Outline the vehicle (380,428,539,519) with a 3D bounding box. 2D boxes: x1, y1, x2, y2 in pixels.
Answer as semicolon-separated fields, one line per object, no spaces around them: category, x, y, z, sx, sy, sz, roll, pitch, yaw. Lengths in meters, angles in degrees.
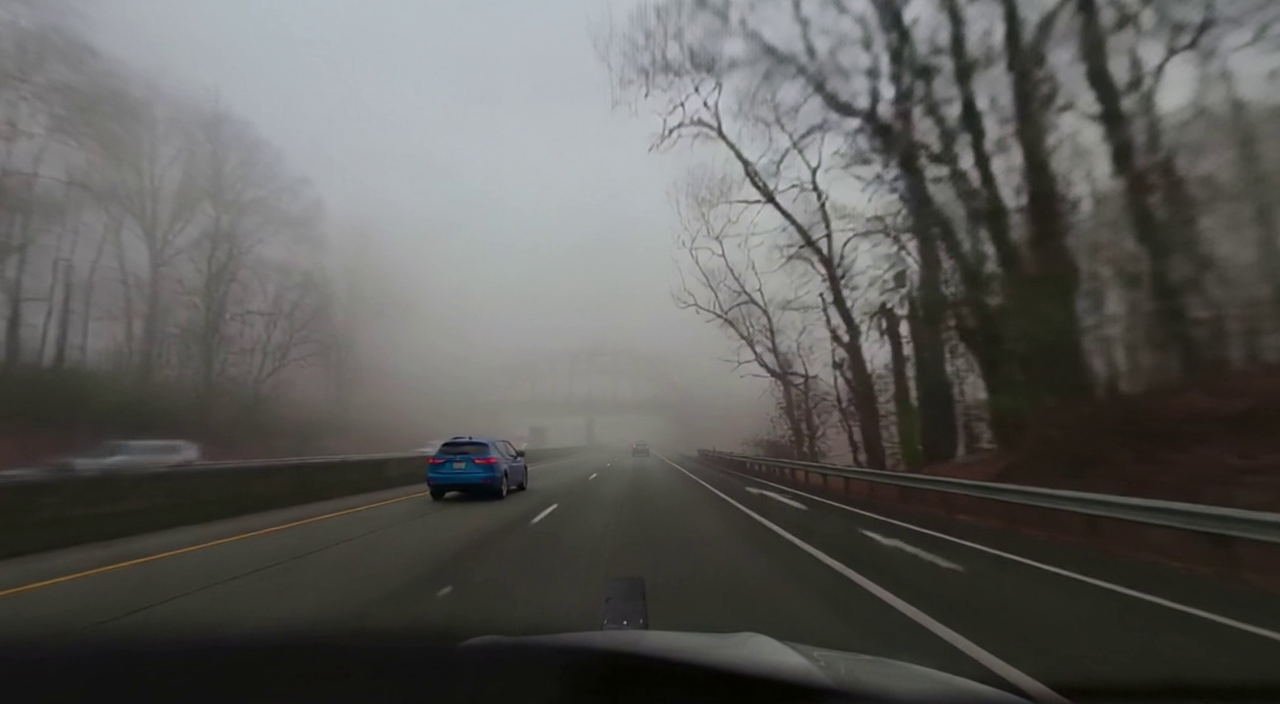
vehicle;-3.528;2.463;13.264;2.052;1.556;4.405;0;-8;0
